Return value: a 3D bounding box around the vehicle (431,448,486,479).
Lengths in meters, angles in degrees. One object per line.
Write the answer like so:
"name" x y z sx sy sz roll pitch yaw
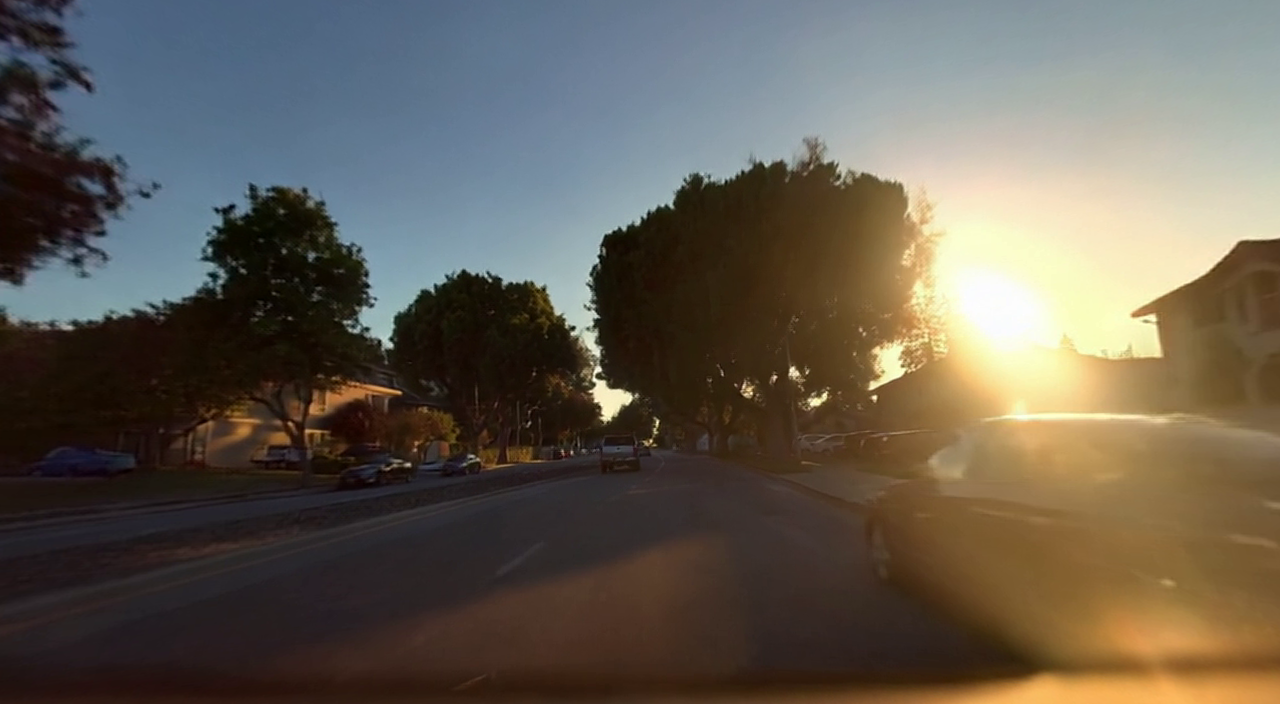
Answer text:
"vehicle" -11.251 6.923 39.474 2.002 1.598 4.366 -6 -8 0

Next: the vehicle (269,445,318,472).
"vehicle" -22.971 7.044 42.007 1.940 1.554 4.237 3 -7 -17

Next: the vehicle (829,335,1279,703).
"vehicle" 3.262 1.196 4.836 2.209 1.812 5.012 0 -9 2

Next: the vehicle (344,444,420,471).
"vehicle" -18.399 7.584 45.194 4.549 1.814 1.944 -1 -11 -2

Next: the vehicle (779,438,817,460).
"vehicle" 11.388 7.014 45.751 1.897 1.524 4.604 -1 -8 5

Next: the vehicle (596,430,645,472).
"vehicle" -0.958 5.341 34.295 2.085 2.084 5.133 -1 -9 4
